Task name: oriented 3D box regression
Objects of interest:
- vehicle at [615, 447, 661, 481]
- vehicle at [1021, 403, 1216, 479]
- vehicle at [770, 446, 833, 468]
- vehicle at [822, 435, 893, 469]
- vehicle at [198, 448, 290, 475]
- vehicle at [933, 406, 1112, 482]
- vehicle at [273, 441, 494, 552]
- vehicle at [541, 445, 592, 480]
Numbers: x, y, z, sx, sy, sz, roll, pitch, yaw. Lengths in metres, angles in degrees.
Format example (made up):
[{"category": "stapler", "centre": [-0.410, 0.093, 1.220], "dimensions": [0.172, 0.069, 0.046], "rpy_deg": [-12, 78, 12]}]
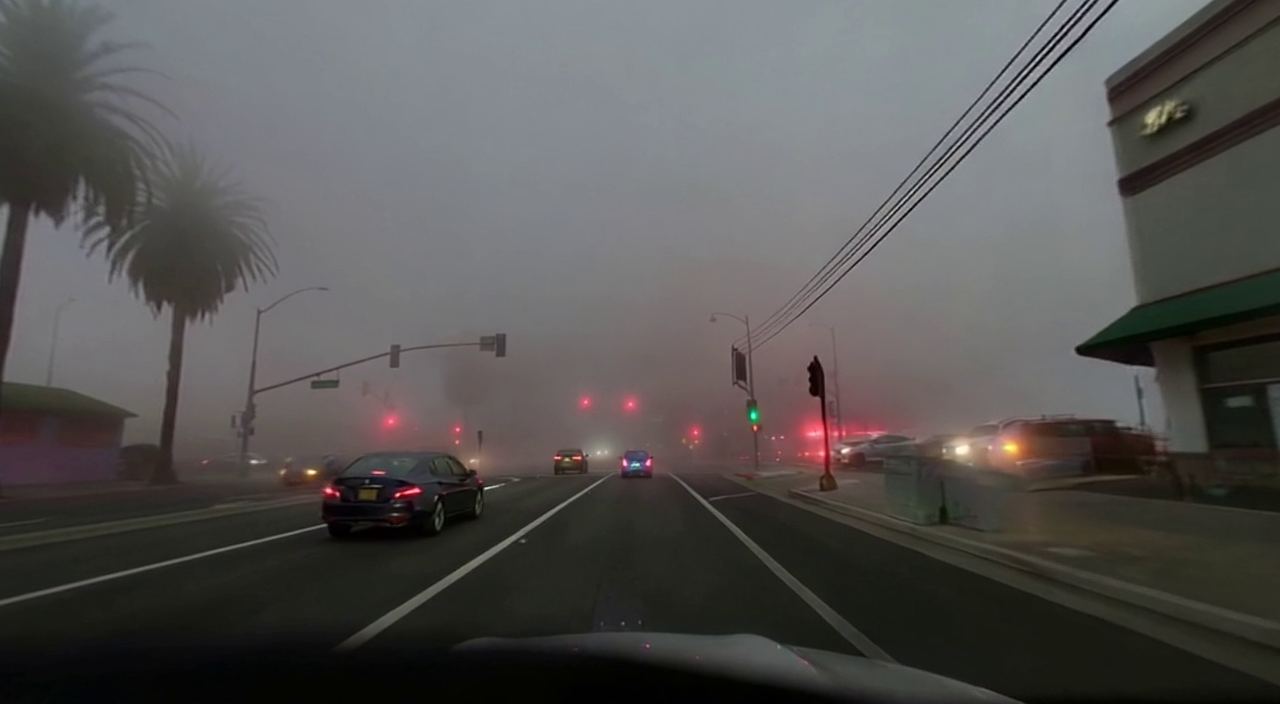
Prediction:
[{"category": "vehicle", "centre": [-0.038, 5.453, 30.792], "dimensions": [2.094, 1.496, 4.070], "rpy_deg": [0, -8, 1]}, {"category": "vehicle", "centre": [13.887, 2.695, 18.713], "dimensions": [2.003, 1.910, 4.725], "rpy_deg": [-2, -9, 0]}, {"category": "vehicle", "centre": [11.570, 7.492, 44.936], "dimensions": [3.980, 1.486, 2.059], "rpy_deg": [5, -10, -30]}, {"category": "vehicle", "centre": [11.141, 5.142, 32.499], "dimensions": [1.982, 1.623, 4.211], "rpy_deg": [0, -9, -2]}, {"category": "vehicle", "centre": [-30.870, 8.554, 49.015], "dimensions": [5.616, 1.927, 2.324], "rpy_deg": [-1, -8, 2]}, {"category": "vehicle", "centre": [11.104, 2.783, 18.870], "dimensions": [2.111, 1.875, 5.301], "rpy_deg": [-2, -9, 1]}, {"category": "vehicle", "centre": [-4.077, 2.333, 10.960], "dimensions": [1.904, 1.513, 4.410], "rpy_deg": [0, -9, 1]}, {"category": "vehicle", "centre": [-3.648, 5.554, 31.794], "dimensions": [1.979, 1.634, 3.957], "rpy_deg": [-1, -8, 2]}]
